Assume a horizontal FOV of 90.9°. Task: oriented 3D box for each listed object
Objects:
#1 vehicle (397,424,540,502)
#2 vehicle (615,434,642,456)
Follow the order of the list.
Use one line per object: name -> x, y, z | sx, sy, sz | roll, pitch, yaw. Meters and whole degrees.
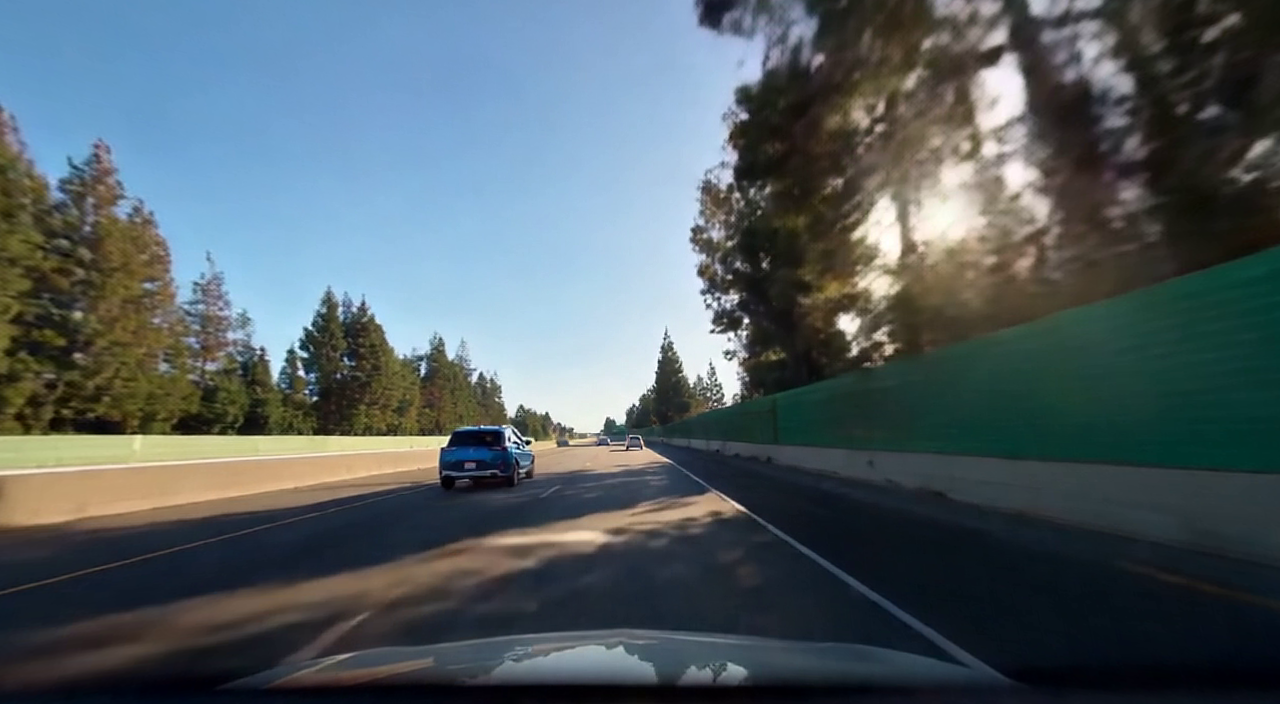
vehicle -> -3.784, 2.518, 14.916 | 2.072, 1.545, 4.767 | 0, -8, 0
vehicle -> -0.827, 6.484, 44.111 | 1.836, 1.450, 3.519 | 0, -8, -1
